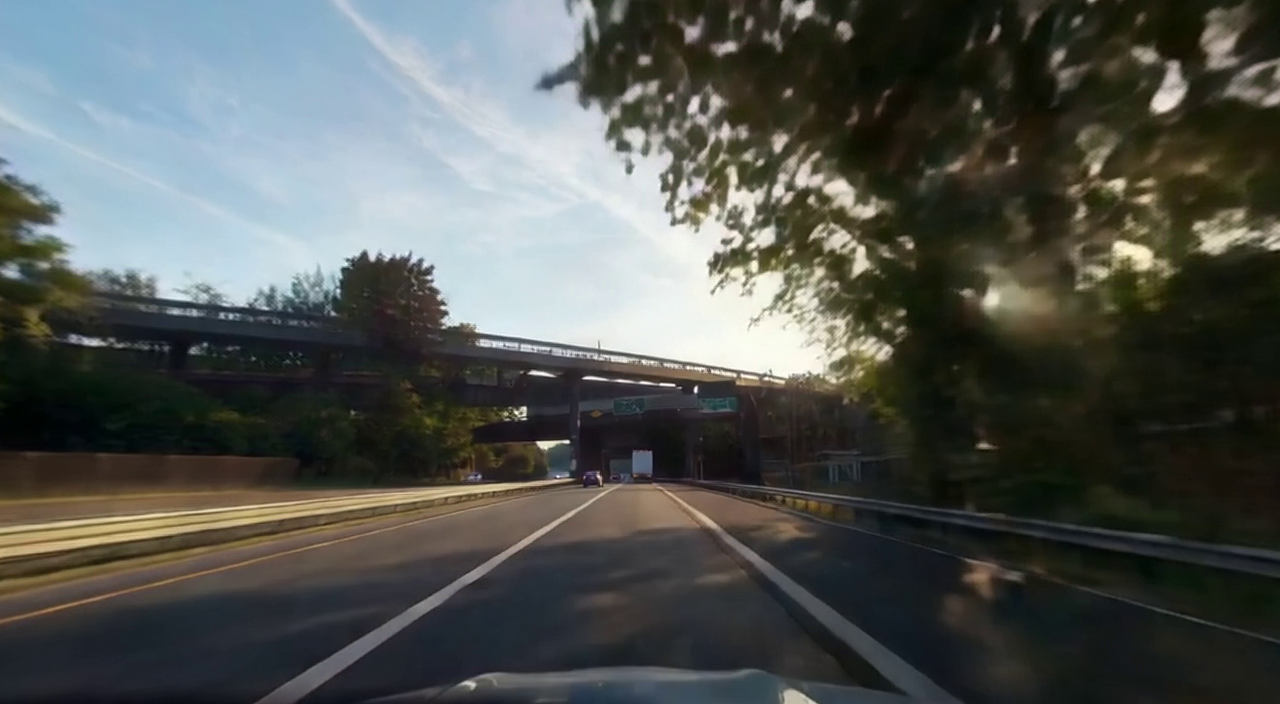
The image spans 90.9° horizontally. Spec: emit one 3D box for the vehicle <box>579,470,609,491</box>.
[{"bbox_3d":[-3.498,9.816,48.332,1.976,1.514,3.917,1,-11,0],"label":"vehicle"}]
